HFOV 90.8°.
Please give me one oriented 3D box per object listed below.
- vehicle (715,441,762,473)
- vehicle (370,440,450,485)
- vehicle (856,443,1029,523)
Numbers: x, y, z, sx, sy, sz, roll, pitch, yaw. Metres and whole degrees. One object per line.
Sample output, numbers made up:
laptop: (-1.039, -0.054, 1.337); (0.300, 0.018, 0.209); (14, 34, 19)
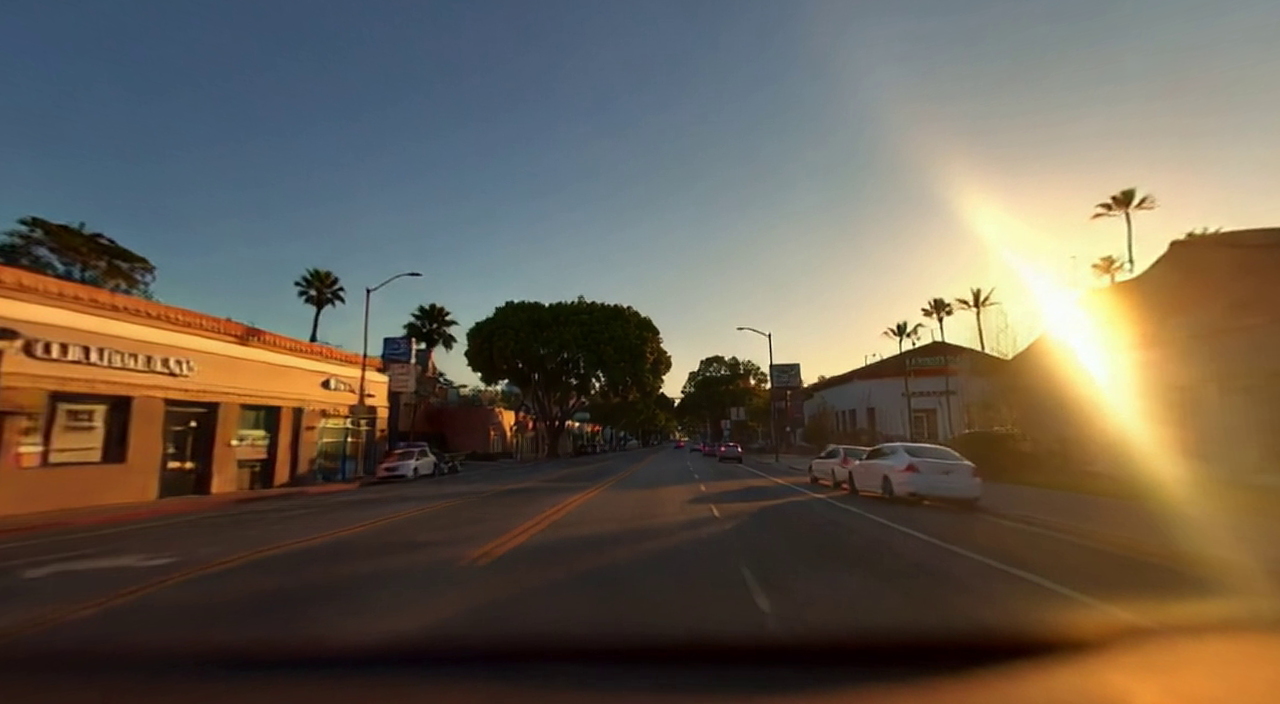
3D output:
vehicle: (4.932, 5.309, 32.210); (2.067, 1.477, 4.653); (-1, -8, 6)
vehicle: (-11.441, 5.487, 31.915); (1.949, 2.026, 5.141); (1, -8, 2)
vehicle: (6.587, 2.847, 14.392); (1.834, 1.504, 4.331); (0, -8, 1)
